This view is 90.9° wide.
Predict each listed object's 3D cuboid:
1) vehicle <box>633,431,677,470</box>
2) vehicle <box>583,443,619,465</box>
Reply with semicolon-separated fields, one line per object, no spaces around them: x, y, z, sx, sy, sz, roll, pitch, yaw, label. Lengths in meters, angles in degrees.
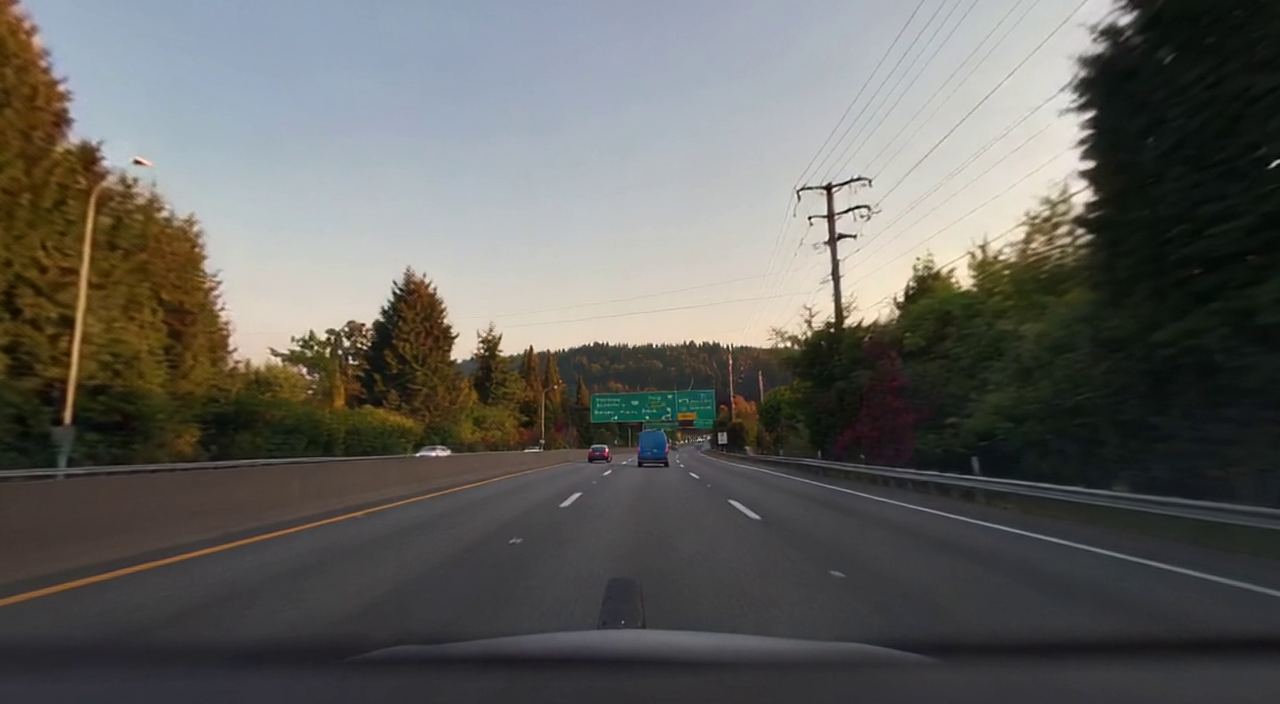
0.825;5.448;34.805;2.261;1.969;5.104;0;-9;2;vehicle
-2.594;6.959;43.038;1.996;1.433;4.316;-1;-9;3;vehicle
